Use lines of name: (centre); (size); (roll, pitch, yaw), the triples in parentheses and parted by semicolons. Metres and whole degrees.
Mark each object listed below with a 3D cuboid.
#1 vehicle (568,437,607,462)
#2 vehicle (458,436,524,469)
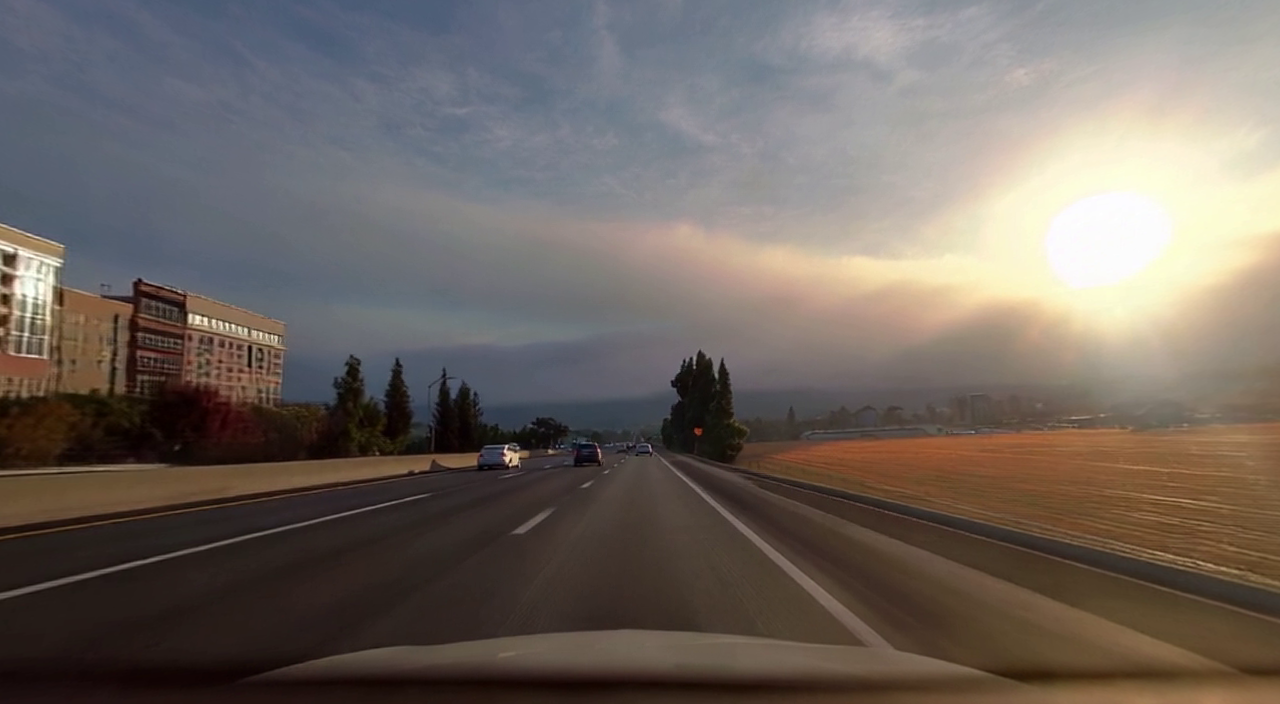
vehicle: (-3.429, 6.508, 42.076); (2.083, 1.588, 4.801); (0, -8, 1)
vehicle: (-7.304, 4.986, 31.438); (2.034, 1.523, 4.627); (0, -8, 2)
